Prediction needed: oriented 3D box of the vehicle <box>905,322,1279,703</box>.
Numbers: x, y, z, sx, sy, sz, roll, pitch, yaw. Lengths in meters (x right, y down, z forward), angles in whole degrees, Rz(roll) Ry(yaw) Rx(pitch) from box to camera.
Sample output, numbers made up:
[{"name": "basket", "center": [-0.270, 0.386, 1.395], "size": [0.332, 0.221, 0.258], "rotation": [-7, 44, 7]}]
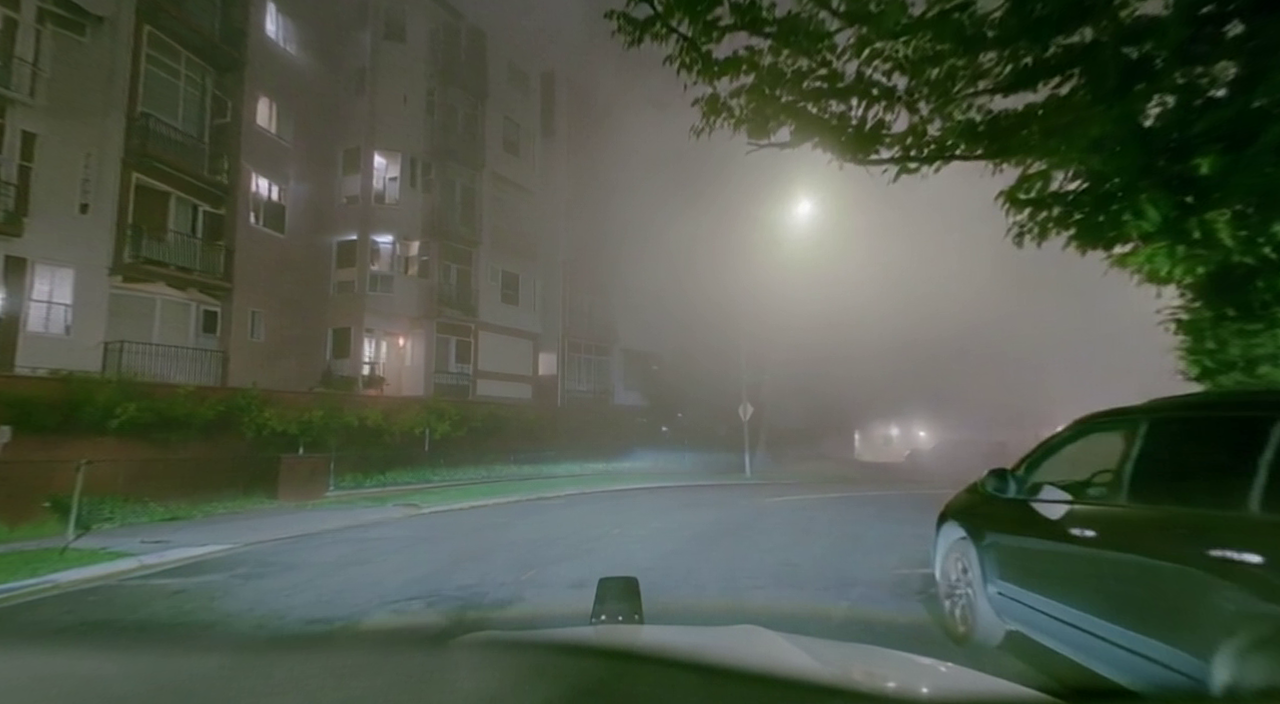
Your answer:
[{"name": "vehicle", "center": [3.002, 0.851, 2.423], "size": [2.020, 1.734, 4.402], "rotation": [0, -8, 0]}]
